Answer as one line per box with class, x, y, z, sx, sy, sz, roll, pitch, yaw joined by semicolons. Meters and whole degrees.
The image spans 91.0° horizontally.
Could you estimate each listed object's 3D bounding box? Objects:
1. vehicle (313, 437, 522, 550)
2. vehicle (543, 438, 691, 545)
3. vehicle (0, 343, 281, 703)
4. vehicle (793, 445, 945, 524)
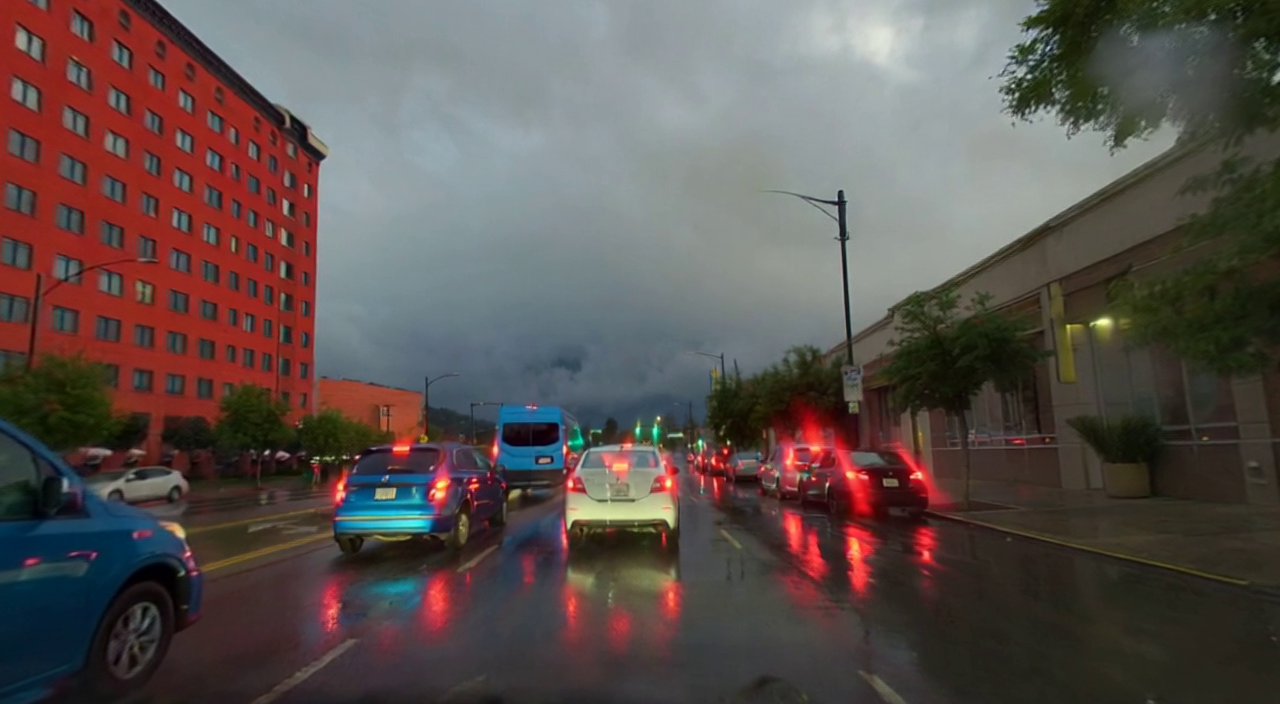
vehicle;-3.535;2.323;11.078;1.995;1.554;4.426;0;-9;1
vehicle;-0.360;2.340;11.247;2.152;1.518;4.113;0;-9;-1
vehicle;-3.724;0.787;2.169;2.140;1.768;4.685;0;-9;1
vehicle;4.904;2.854;14.179;1.832;1.491;4.054;1;-9;-1
